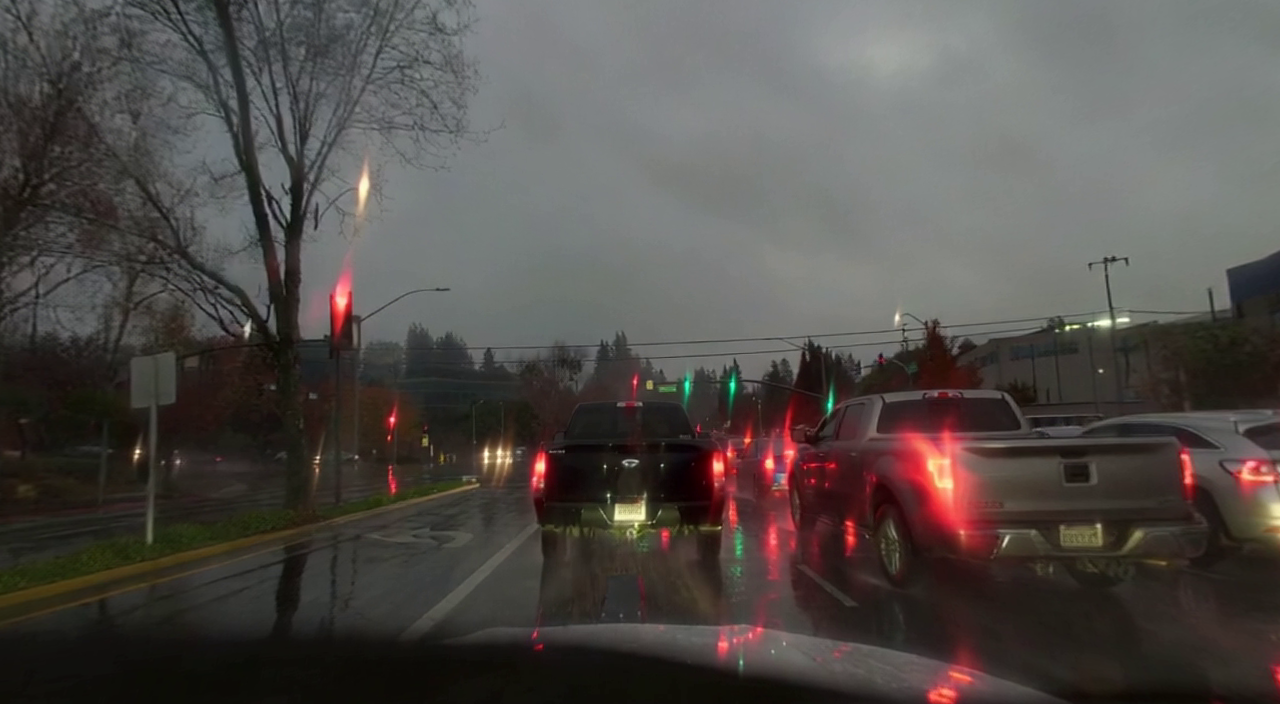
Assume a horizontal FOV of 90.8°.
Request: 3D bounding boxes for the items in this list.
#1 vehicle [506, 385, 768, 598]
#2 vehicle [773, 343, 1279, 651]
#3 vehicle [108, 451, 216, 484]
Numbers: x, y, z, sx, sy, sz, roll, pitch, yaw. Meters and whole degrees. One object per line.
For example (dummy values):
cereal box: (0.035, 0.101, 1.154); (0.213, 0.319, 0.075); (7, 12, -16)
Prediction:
vehicle: (-0.050, 1.568, 8.002); (2.240, 1.821, 5.001); (0, -9, -1)
vehicle: (3.327, 1.331, 6.922); (2.412, 1.953, 5.682); (0, -9, -1)
vehicle: (-26.355, 6.332, 35.028); (4.437, 1.669, 1.936); (5, -10, -30)
